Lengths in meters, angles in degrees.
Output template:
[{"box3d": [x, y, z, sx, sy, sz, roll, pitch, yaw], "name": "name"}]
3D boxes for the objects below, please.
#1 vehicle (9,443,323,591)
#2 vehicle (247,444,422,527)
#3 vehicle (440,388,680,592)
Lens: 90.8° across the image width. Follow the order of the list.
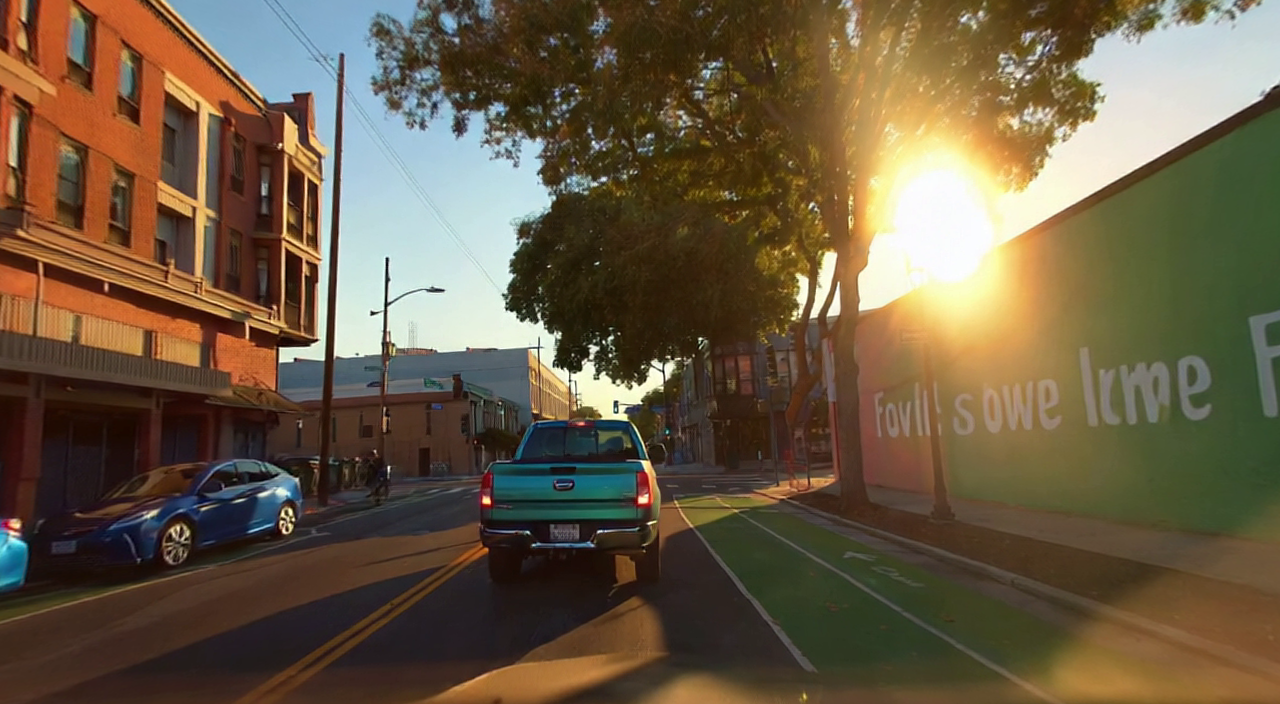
[{"box3d": [-7.208, 2.438, 10.373, 1.882, 1.686, 4.489, -5, -8, -3], "name": "vehicle"}, {"box3d": [-7.396, 3.222, 16.055, 1.884, 1.730, 5.076, 0, -8, 0], "name": "vehicle"}, {"box3d": [-0.708, 1.617, 8.231, 2.215, 1.882, 4.611, 0, -8, 1], "name": "vehicle"}]
